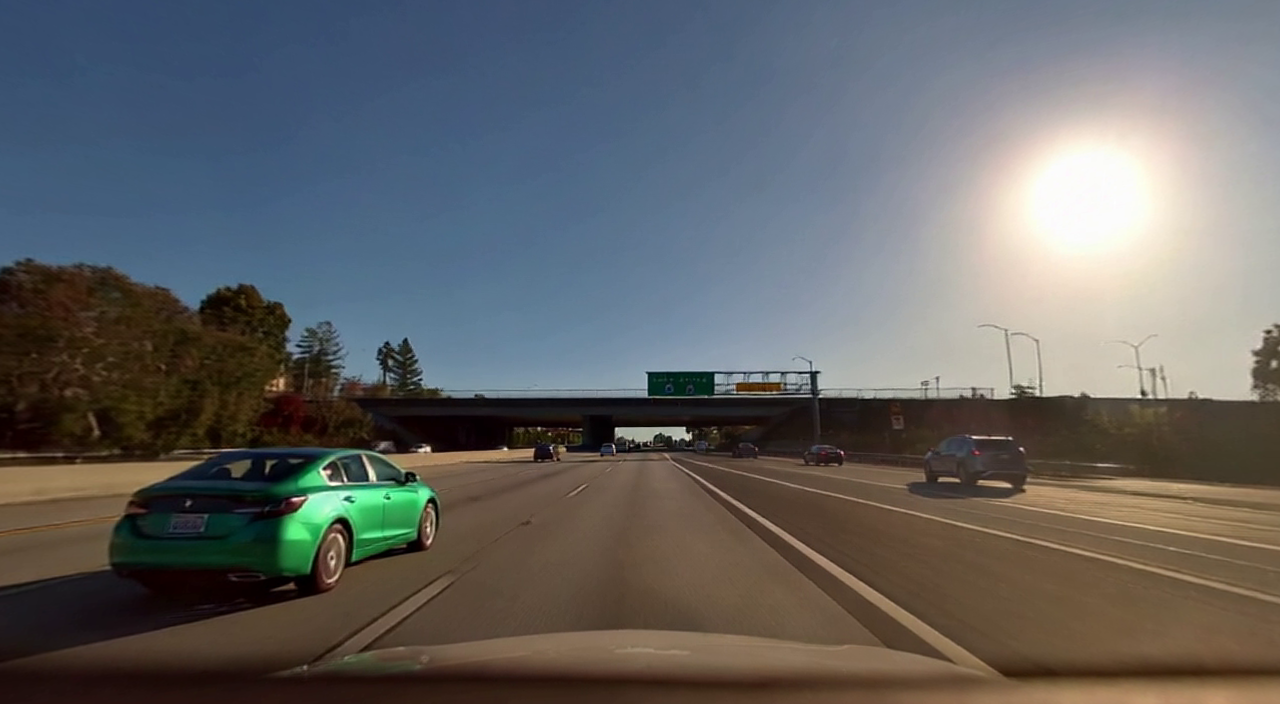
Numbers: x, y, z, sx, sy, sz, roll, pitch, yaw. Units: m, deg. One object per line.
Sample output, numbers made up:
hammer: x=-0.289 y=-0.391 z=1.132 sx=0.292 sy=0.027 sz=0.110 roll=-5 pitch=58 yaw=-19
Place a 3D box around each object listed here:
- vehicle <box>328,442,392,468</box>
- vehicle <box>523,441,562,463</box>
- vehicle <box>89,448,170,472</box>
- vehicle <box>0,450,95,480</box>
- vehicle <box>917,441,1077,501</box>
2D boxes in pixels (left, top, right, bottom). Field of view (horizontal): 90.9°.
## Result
vehicle: x=-17.583 y=6.461 z=39.837 sx=1.985 sy=1.554 sz=4.433 roll=0 pitch=-8 yaw=1
vehicle: x=-7.000 y=7.242 z=45.663 sx=1.987 sy=1.486 sz=4.174 roll=0 pitch=-8 yaw=2
vehicle: x=-36.599 y=7.732 z=45.396 sx=1.829 sy=1.644 sz=4.584 roll=0 pitch=-8 yaw=3
vehicle: x=-33.752 y=6.296 z=35.372 sx=1.906 sy=1.488 sz=4.742 roll=-1 pitch=-8 yaw=4
vehicle: x=10.044 y=3.352 z=18.218 sx=2.000 sy=1.515 sz=4.188 roll=0 pitch=-8 yaw=-3
